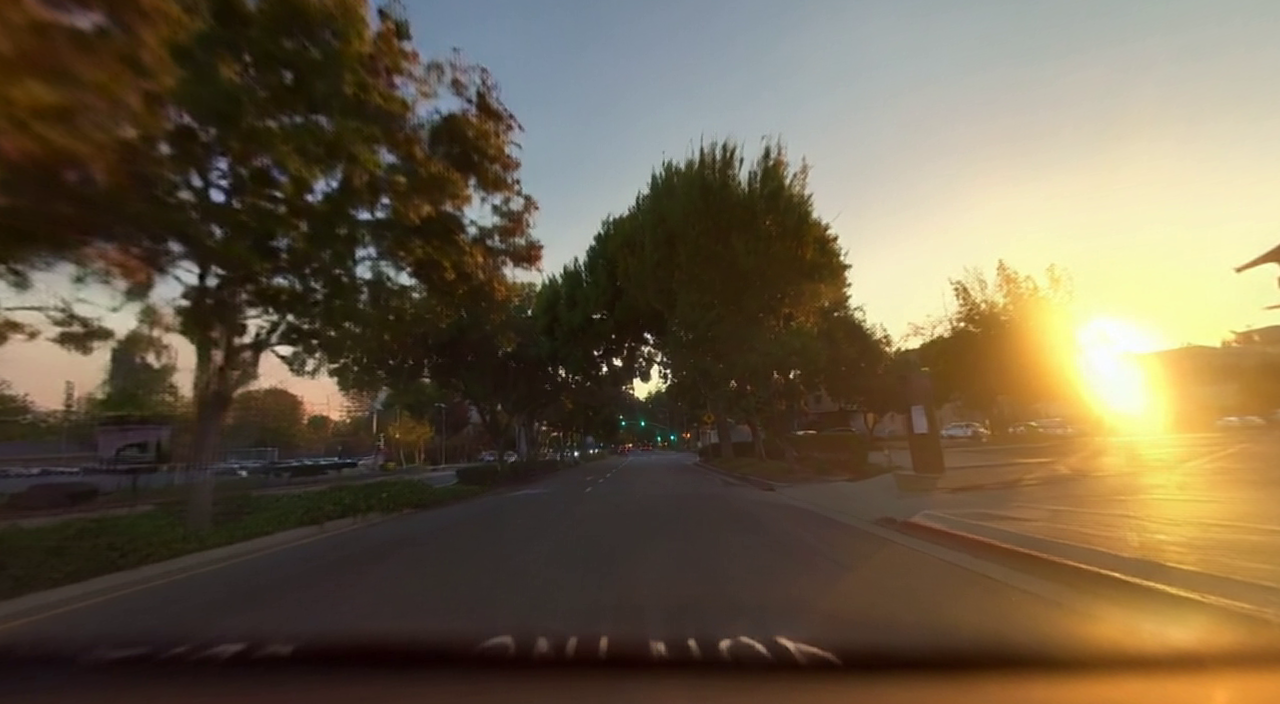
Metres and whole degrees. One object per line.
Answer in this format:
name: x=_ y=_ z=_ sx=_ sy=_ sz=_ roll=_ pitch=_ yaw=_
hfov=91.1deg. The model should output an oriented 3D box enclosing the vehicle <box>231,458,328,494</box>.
vehicle: x=-17.405 y=5.972 z=30.579 sx=1.861 sy=1.541 sz=4.530 roll=-1 pitch=-9 yaw=3
